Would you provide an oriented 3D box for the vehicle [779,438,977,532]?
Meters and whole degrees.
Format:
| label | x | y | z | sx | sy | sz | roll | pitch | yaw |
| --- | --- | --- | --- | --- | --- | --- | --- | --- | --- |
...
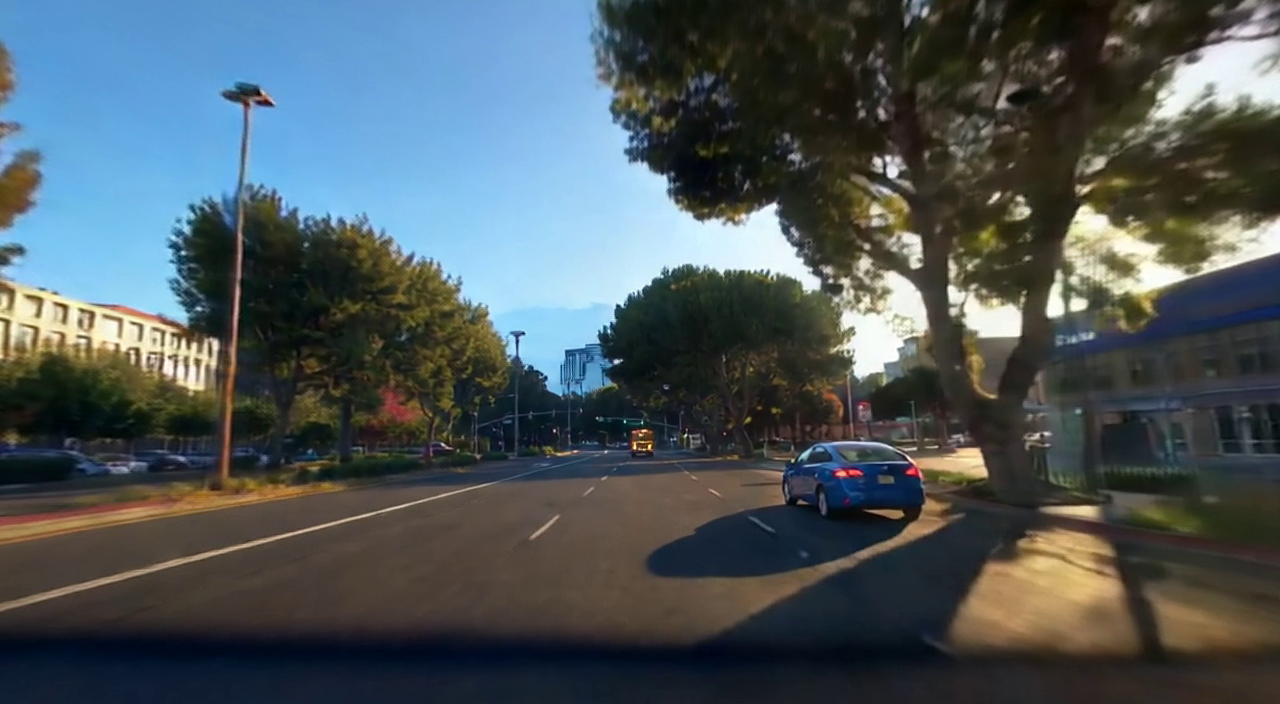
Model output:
| label | x | y | z | sx | sy | sz | roll | pitch | yaw |
| --- | --- | --- | --- | --- | --- | --- | --- | --- | --- |
| vehicle | 4.271 | 2.437 | 12.301 | 2.005 | 1.442 | 4.675 | 0 | -8 | 0 |
